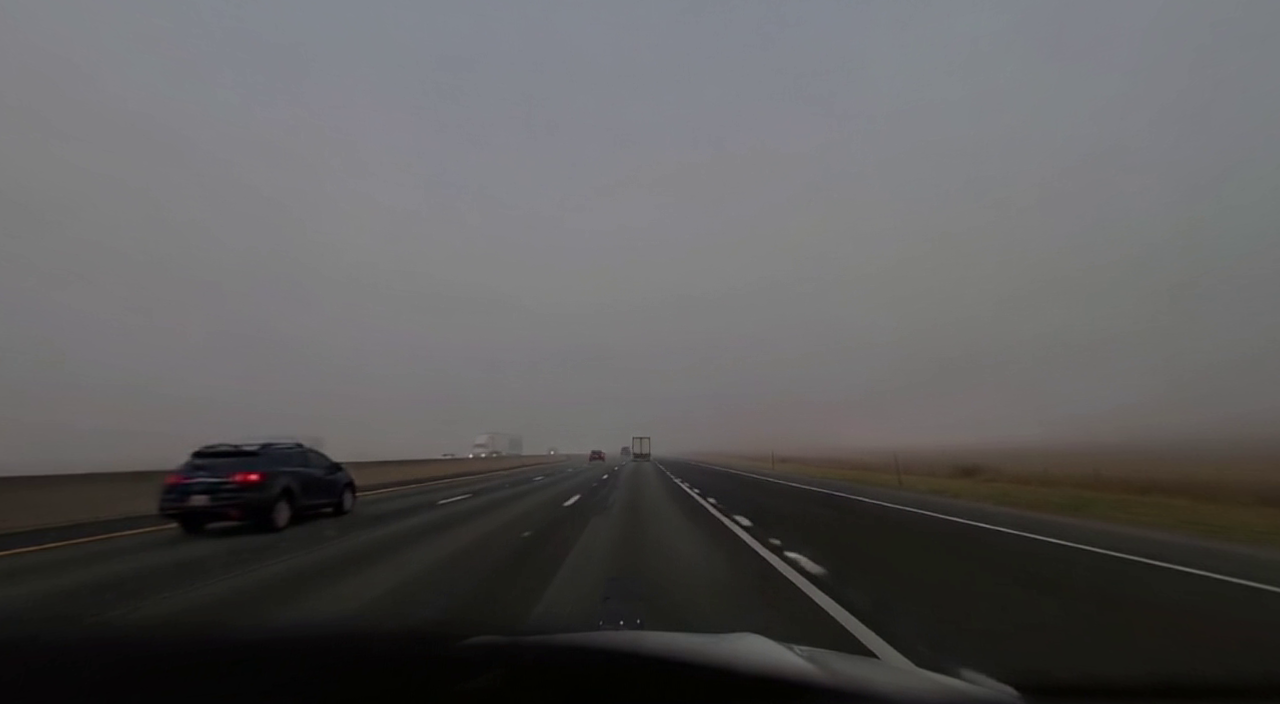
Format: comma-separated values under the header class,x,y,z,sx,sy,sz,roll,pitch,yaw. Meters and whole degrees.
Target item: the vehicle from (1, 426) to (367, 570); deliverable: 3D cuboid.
class,x,y,z,sx,sy,sz,roll,pitch,yaw
vehicle,-6.492,2.121,9.940,2.234,1.698,4.634,0,-9,1
